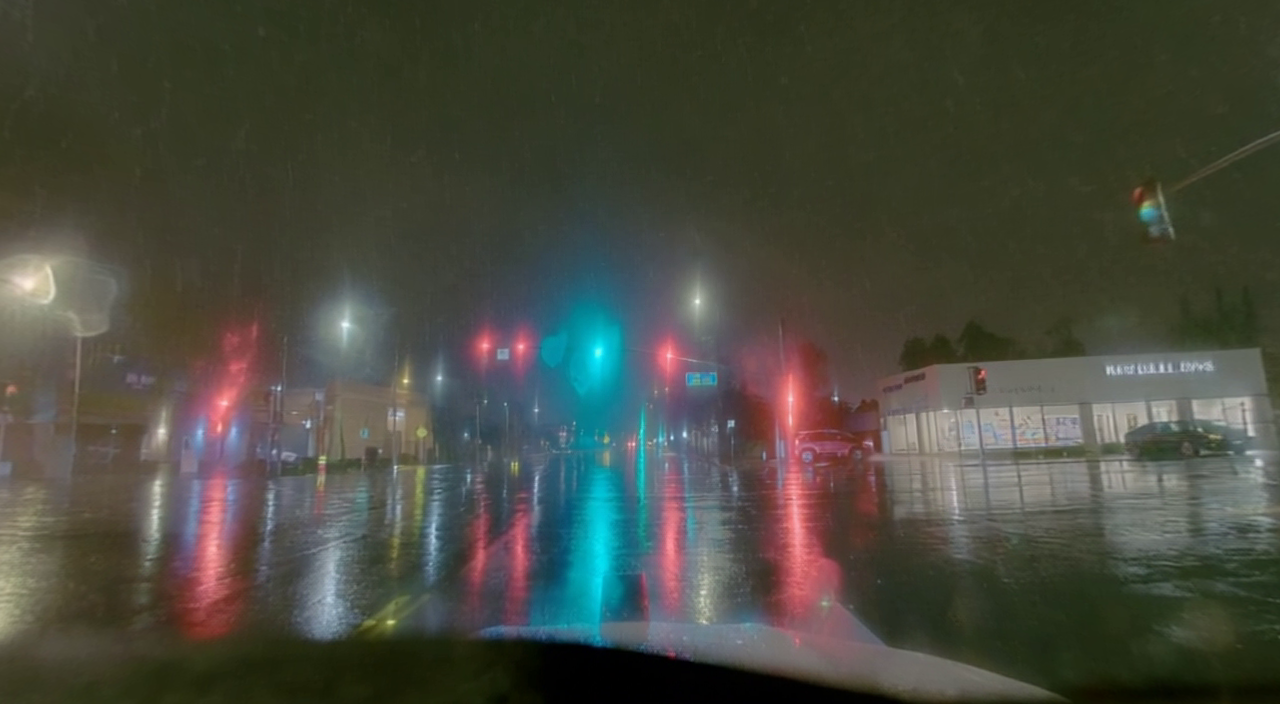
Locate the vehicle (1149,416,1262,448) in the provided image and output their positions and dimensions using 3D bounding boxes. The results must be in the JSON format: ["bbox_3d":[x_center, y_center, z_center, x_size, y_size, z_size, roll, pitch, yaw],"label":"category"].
[{"bbox_3d":[28.280,4.074,31.723,1.799,1.459,4.266,0,-8,3],"label":"vehicle"}]
